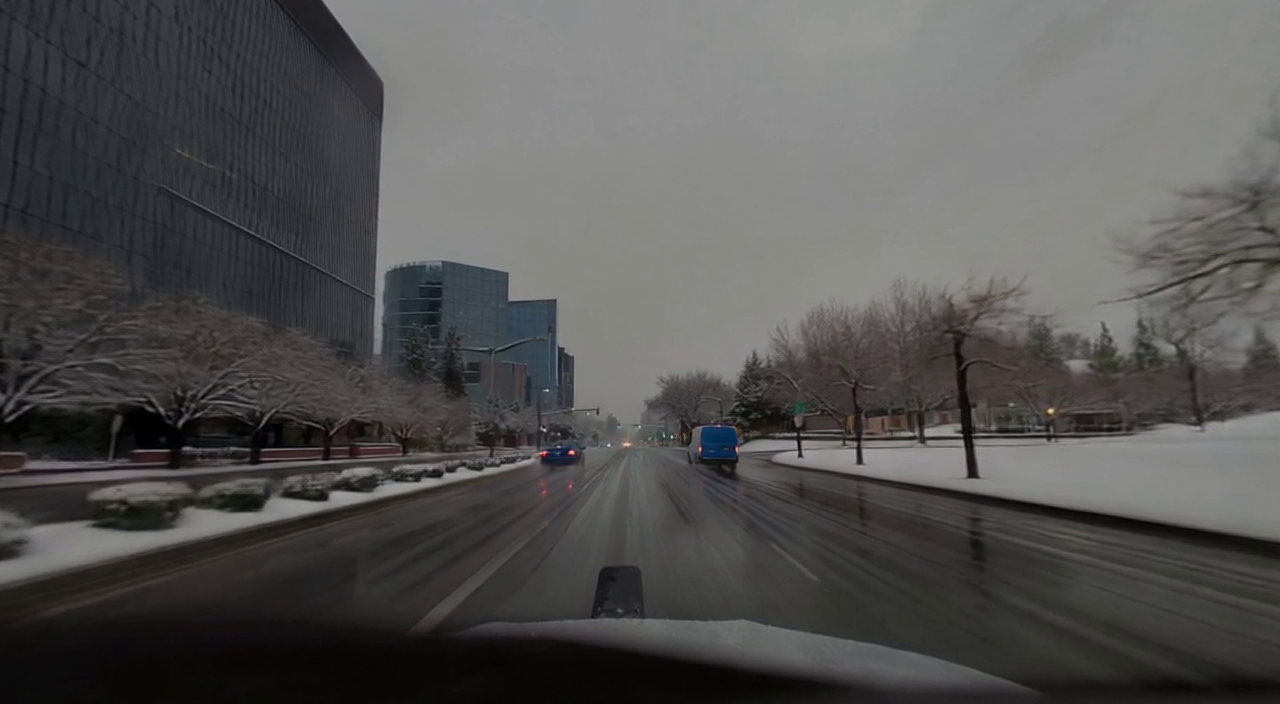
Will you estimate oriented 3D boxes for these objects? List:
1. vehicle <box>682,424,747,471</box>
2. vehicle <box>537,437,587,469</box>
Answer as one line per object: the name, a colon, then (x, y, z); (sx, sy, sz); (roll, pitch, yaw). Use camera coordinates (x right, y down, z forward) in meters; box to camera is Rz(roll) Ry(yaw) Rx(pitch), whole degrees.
vehicle: (3.226, 4.275, 28.279); (2.200, 1.914, 5.145); (0, -8, -1)
vehicle: (-3.711, 4.904, 30.756); (1.864, 1.464, 4.195); (0, -8, 1)
